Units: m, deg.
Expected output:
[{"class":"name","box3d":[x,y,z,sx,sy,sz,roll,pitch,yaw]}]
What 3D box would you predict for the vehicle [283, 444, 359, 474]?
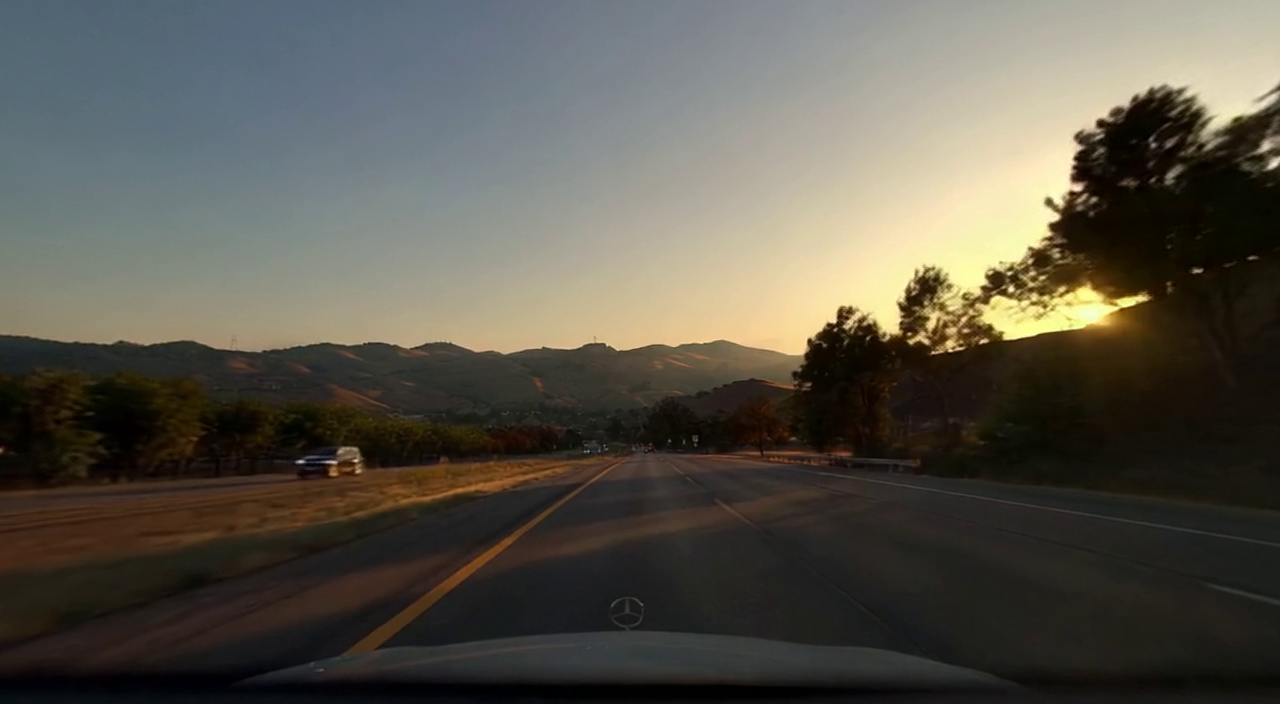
[{"class":"vehicle","box3d":[-17.734,5.960,35.354,1.912,1.591,4.331,0,-9,1]}]
